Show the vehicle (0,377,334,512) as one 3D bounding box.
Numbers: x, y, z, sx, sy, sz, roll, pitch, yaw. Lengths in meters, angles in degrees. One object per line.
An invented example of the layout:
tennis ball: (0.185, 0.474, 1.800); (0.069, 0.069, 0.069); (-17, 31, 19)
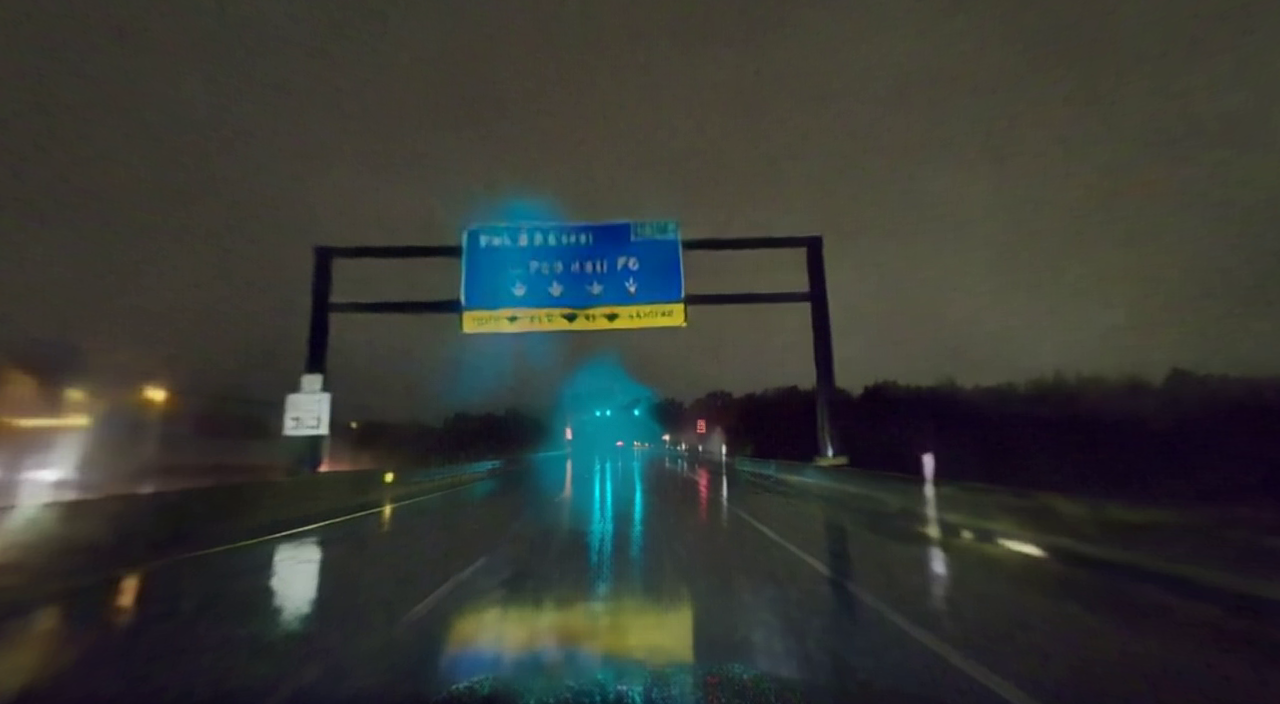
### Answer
vehicle: (-17.290, 3.649, 25.159); (3.238, 3.929, 13.277); (-1, -8, 1)
